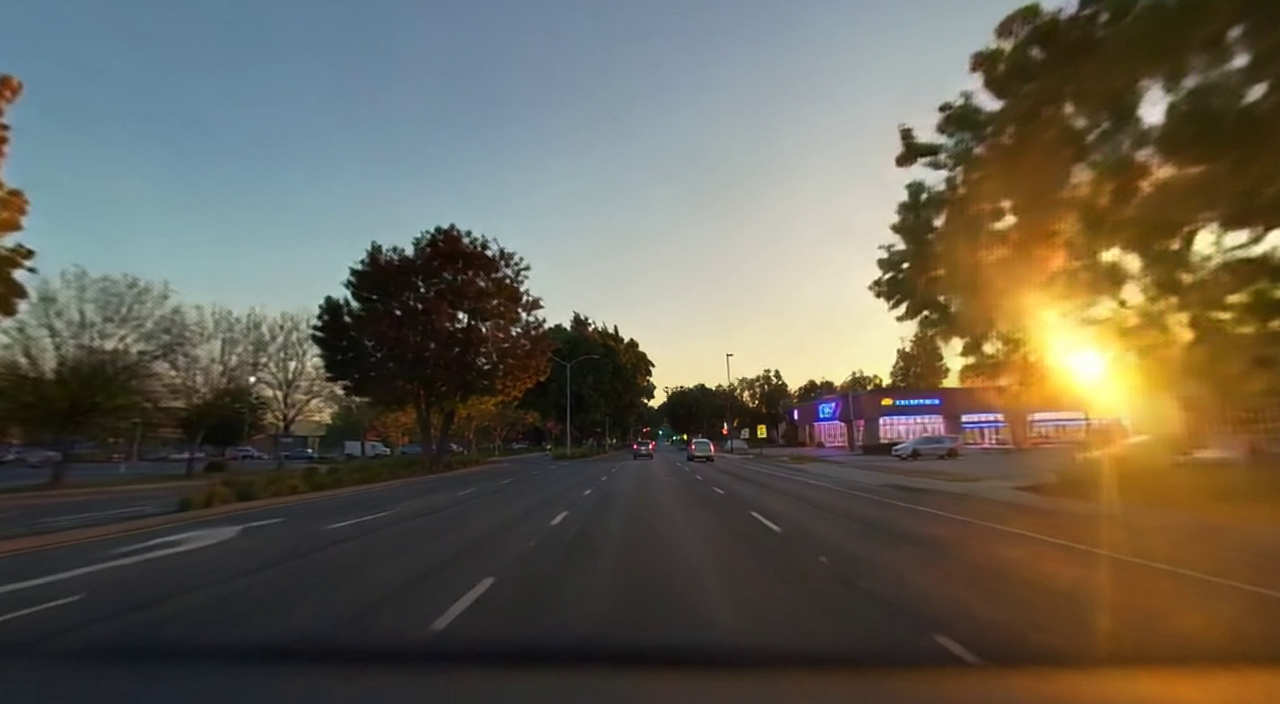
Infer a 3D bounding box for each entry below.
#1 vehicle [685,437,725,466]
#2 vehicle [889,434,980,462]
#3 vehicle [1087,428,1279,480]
[{"bbox_3d":[4.031,6.261,39.679,2.007,1.683,4.171,0,-8,-1],"label":"vehicle"},{"bbox_3d":[17.153,5.611,36.842,4.233,1.562,2.143,0,-8,1],"label":"vehicle"},{"bbox_3d":[16.901,3.150,19.463,4.685,1.478,1.849,-1,-9,2],"label":"vehicle"}]
